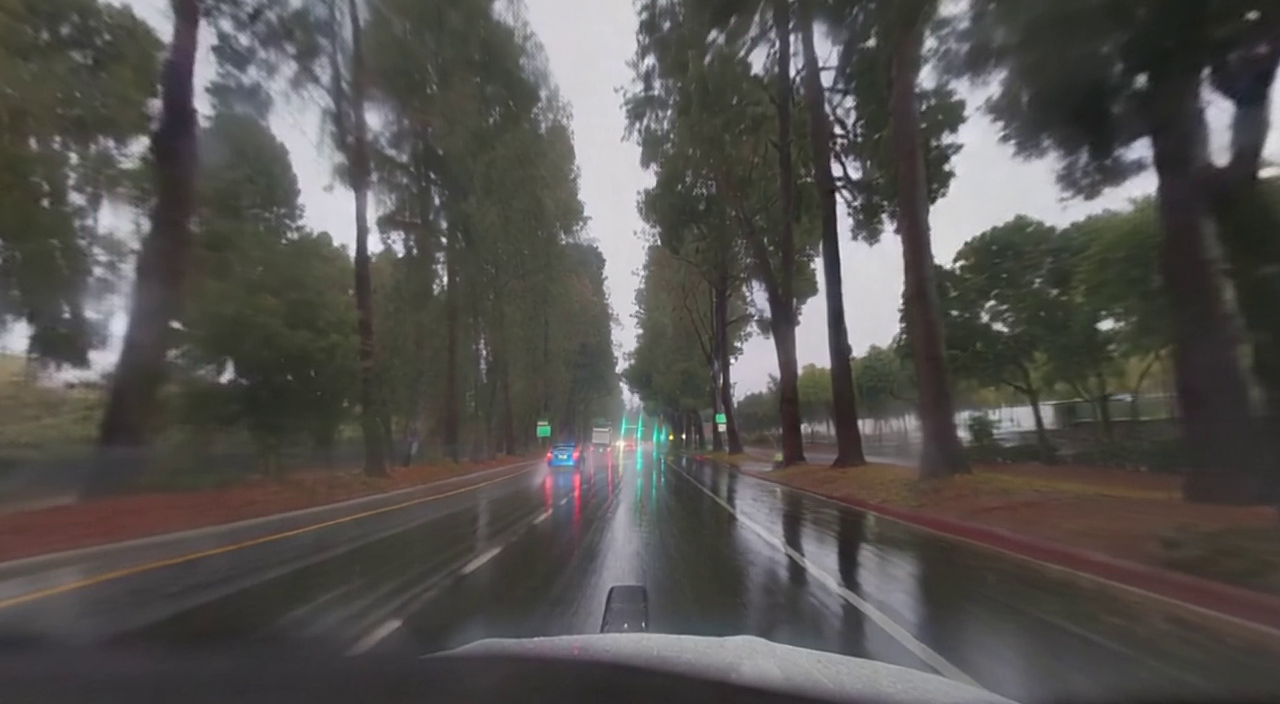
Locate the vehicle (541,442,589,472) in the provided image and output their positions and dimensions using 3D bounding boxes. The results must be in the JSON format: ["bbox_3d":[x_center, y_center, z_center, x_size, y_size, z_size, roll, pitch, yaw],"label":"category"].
[{"bbox_3d":[-3.978,5.636,34.112,2.005,1.462,4.345,0,-8,1],"label":"vehicle"}]
